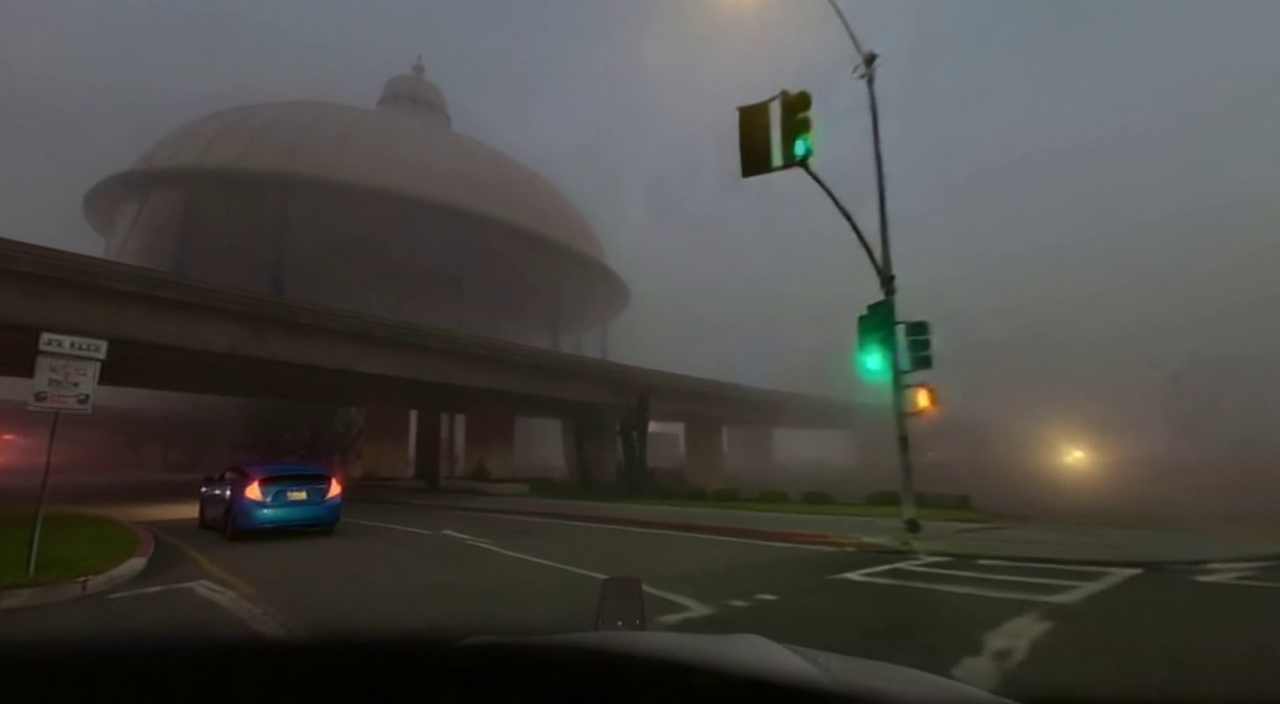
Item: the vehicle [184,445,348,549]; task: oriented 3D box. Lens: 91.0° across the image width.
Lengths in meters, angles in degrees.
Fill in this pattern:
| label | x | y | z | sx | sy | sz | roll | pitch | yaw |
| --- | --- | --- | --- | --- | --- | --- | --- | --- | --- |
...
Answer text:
| label | x | y | z | sx | sy | sz | roll | pitch | yaw |
| --- | --- | --- | --- | --- | --- | --- | --- | --- | --- |
| vehicle | -7.148 | 2.585 | 11.882 | 1.976 | 1.584 | 3.772 | 8 | -12 | -38 |
